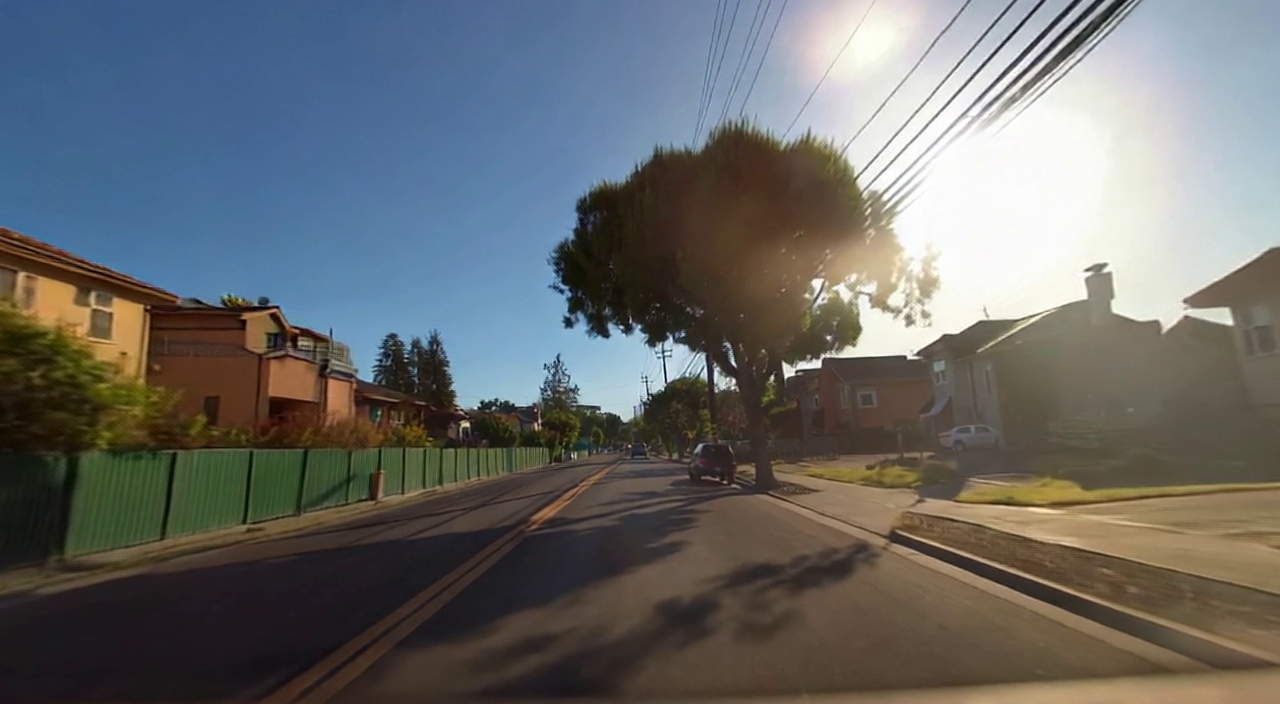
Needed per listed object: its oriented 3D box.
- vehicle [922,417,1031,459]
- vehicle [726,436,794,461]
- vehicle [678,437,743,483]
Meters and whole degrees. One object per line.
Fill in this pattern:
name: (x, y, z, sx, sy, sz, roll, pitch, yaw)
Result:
vehicle: (18.007, 4.635, 33.951, 4.457, 1.780, 2.170, -5, -8, 0)
vehicle: (8.793, 7.087, 46.451, 4.585, 1.823, 1.991, 0, -9, 1)
vehicle: (2.817, 4.449, 26.283, 2.108, 1.710, 4.499, 0, -9, -1)
